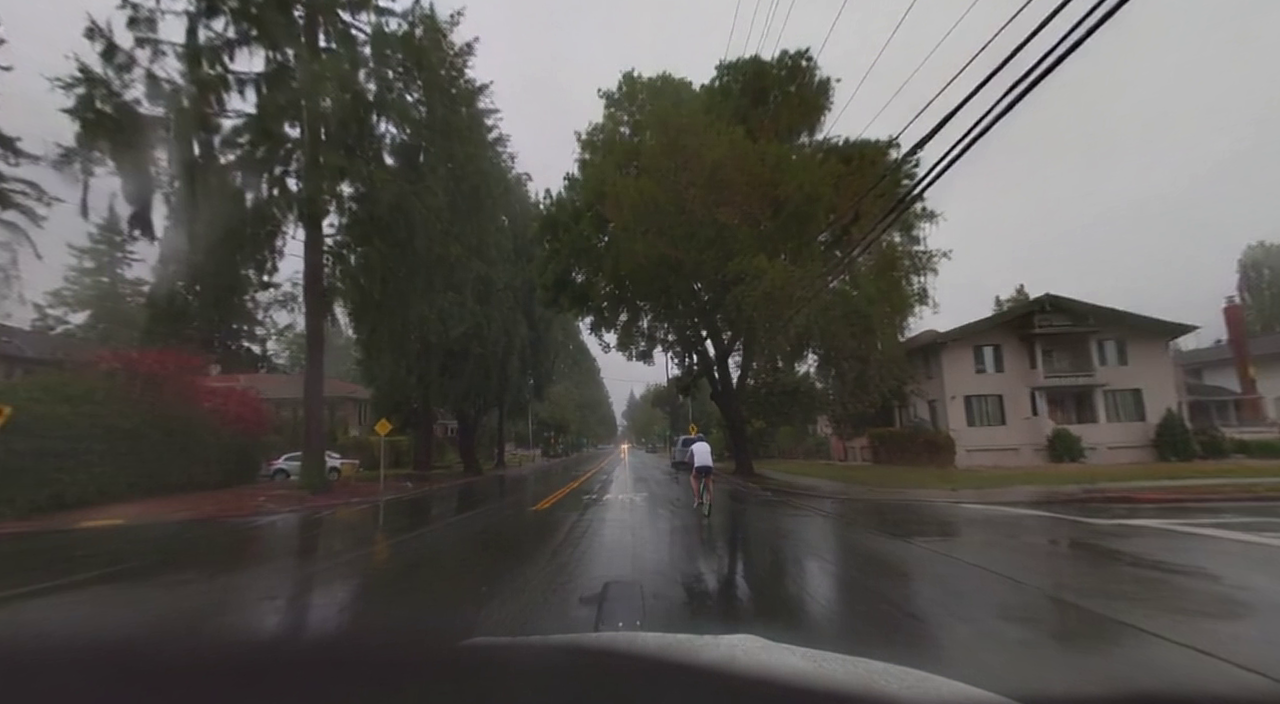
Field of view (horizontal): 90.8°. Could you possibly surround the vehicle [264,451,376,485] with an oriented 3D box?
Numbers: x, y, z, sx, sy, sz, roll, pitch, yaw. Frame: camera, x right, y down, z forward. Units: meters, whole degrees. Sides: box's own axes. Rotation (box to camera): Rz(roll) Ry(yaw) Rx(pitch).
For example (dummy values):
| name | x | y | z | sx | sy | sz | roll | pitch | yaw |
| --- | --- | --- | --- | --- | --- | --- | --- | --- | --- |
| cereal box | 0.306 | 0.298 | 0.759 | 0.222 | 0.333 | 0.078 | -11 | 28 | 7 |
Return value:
| name | x | y | z | sx | sy | sz | roll | pitch | yaw |
| --- | --- | --- | --- | --- | --- | --- | --- | --- | --- |
| vehicle | -14.637 | 5.316 | 29.059 | 4.143 | 1.480 | 1.755 | 0 | -8 | -2 |
